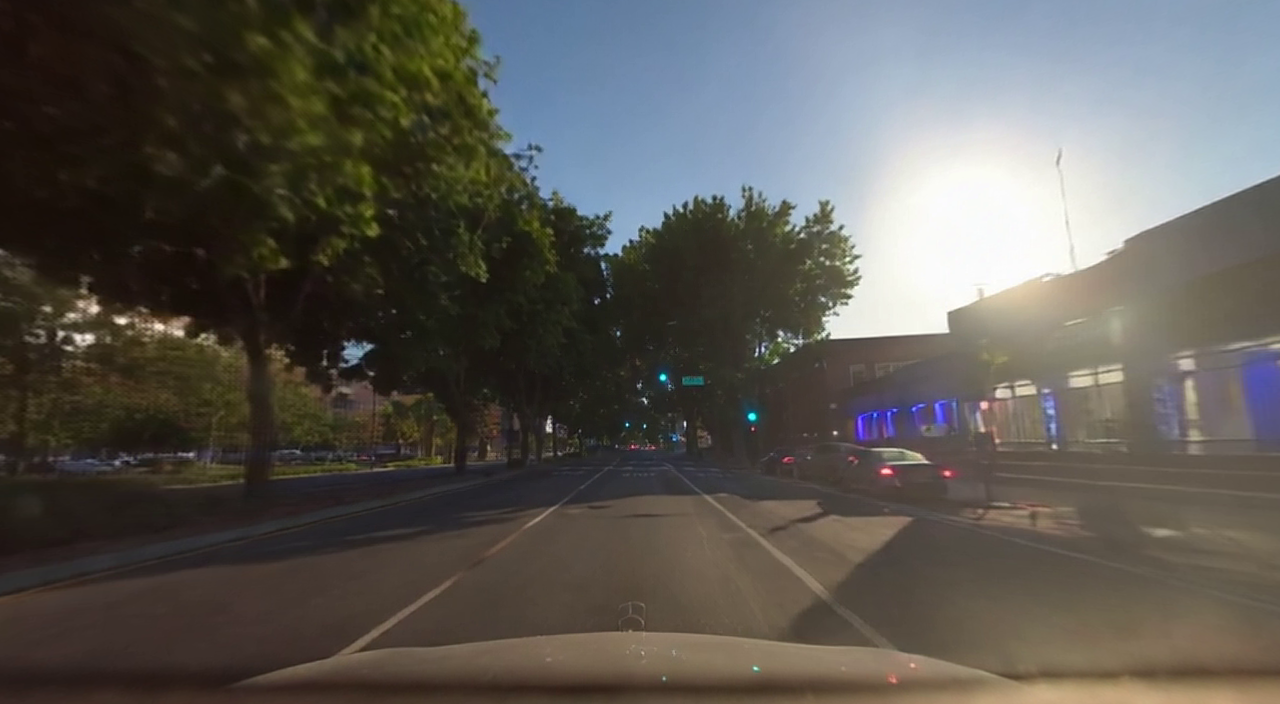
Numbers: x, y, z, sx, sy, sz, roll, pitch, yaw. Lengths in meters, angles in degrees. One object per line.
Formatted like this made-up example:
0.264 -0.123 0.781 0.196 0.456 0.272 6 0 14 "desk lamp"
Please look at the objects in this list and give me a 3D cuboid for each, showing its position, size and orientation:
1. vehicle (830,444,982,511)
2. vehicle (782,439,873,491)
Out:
6.643 3.151 16.444 1.847 1.472 4.846 0 -9 0 "vehicle"
6.738 4.089 23.258 1.980 1.675 4.854 0 -9 1 "vehicle"
